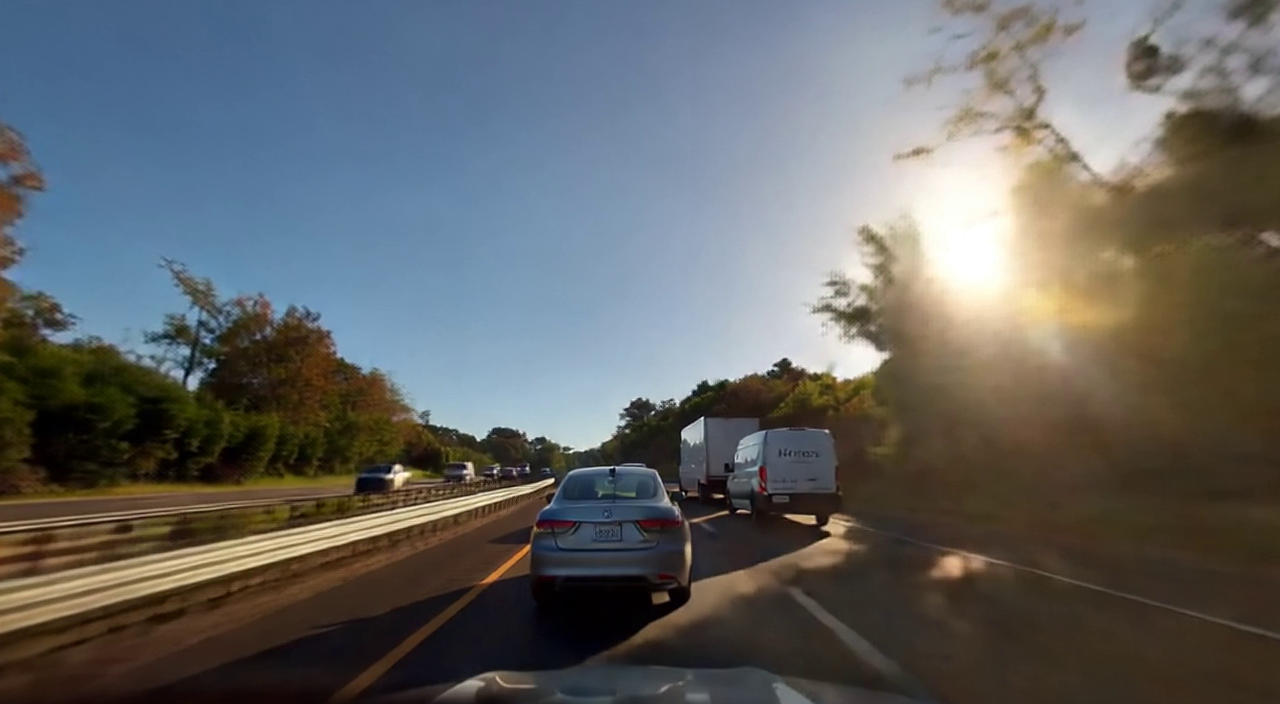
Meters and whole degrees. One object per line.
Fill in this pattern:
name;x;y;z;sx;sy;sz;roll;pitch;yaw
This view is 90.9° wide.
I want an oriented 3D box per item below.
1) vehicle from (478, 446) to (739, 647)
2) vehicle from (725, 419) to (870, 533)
vehicle;-0.264;1.813;6.596;1.980;1.493;3.410;1;-11;-1
vehicle;3.934;3.310;17.017;2.328;2.537;5.290;1;-11;-2
